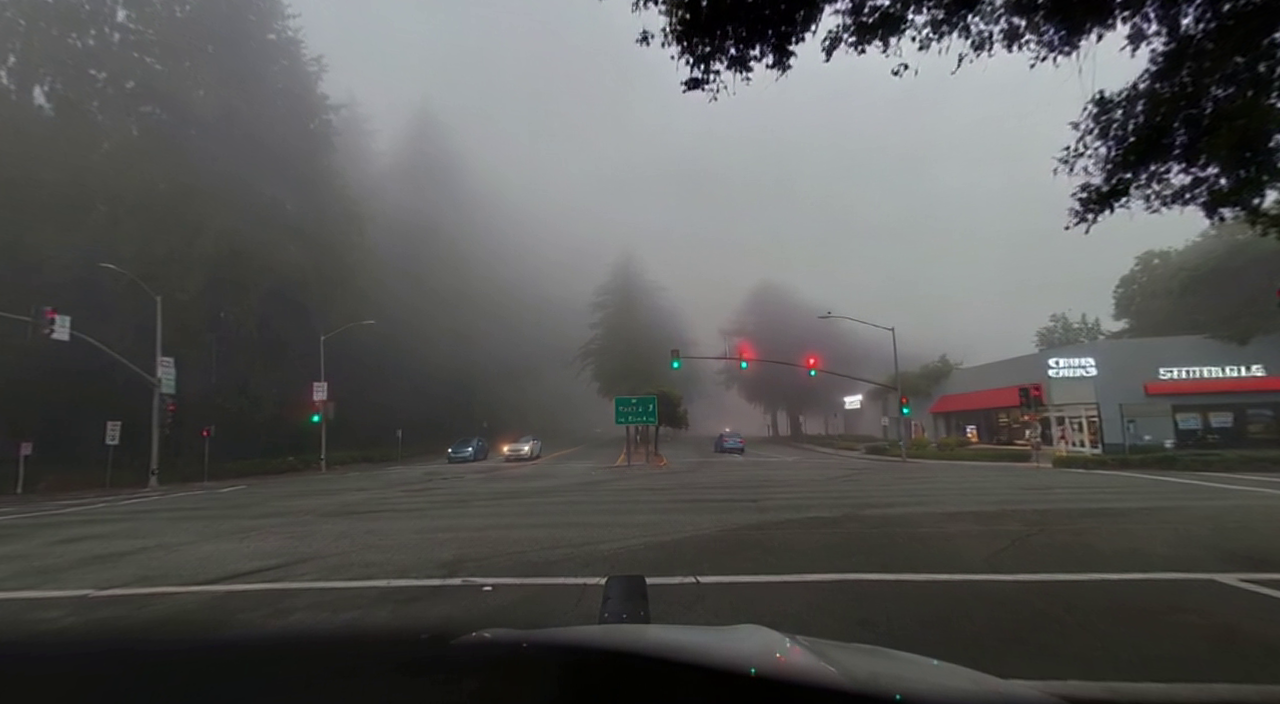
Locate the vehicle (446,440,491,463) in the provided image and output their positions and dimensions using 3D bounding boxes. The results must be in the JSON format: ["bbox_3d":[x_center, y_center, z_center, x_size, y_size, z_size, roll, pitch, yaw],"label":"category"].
[{"bbox_3d":[-11.747,6.838,43.503,2.111,1.499,4.371,0,-9,-3],"label":"vehicle"}]

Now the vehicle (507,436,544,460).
[{"bbox_3d":[-8.041,6.798,44.629,1.920,1.546,4.086,0,-9,-2],"label":"vehicle"}]
